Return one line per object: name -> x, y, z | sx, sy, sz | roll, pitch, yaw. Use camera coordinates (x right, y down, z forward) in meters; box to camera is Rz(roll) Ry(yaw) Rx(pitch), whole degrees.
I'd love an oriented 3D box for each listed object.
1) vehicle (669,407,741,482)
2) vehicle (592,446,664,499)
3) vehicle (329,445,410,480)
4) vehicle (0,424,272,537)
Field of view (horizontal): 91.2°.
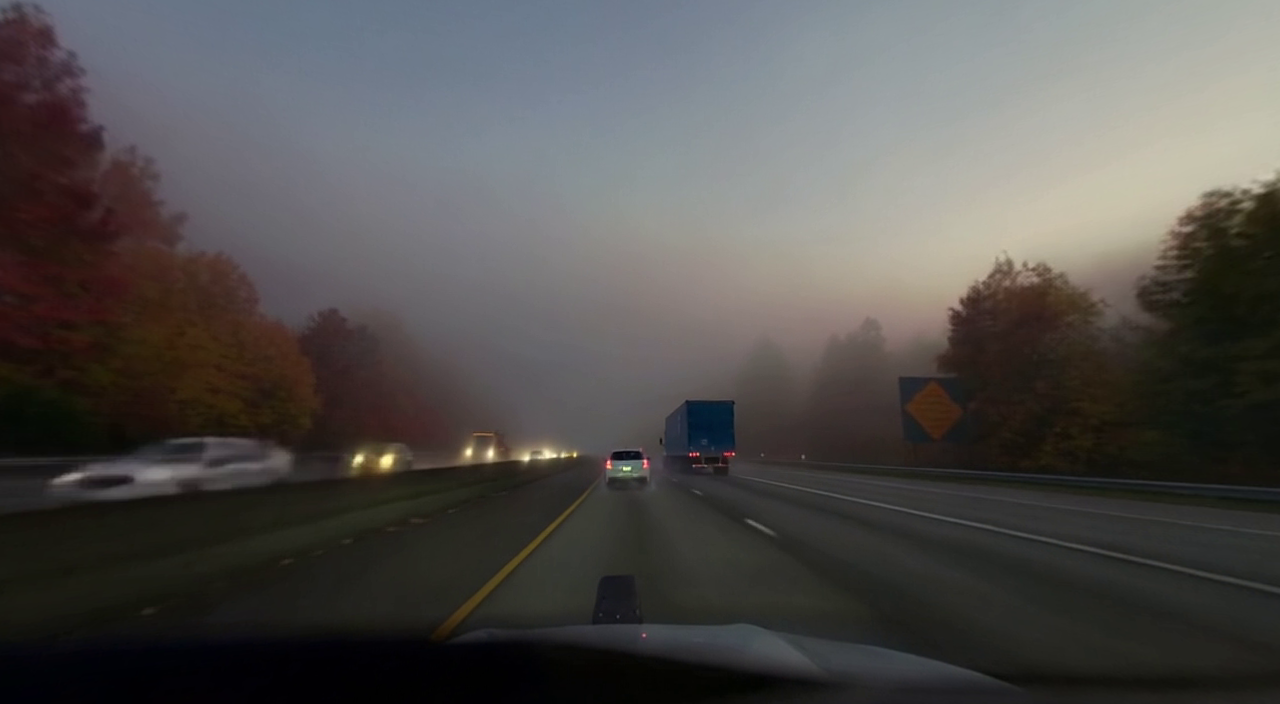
vehicle -> 3.853, 6.210, 41.238 | 2.900, 4.013, 14.455 | 0, -10, -1
vehicle -> -0.396, 3.836, 20.346 | 2.099, 1.506, 4.097 | 0, -9, -1
vehicle -> -12.801, 5.248, 30.015 | 1.912, 1.489, 4.460 | 0, -9, -1
vehicle -> -8.706, 2.123, 10.866 | 1.979, 1.523, 4.461 | 0, -9, -1
